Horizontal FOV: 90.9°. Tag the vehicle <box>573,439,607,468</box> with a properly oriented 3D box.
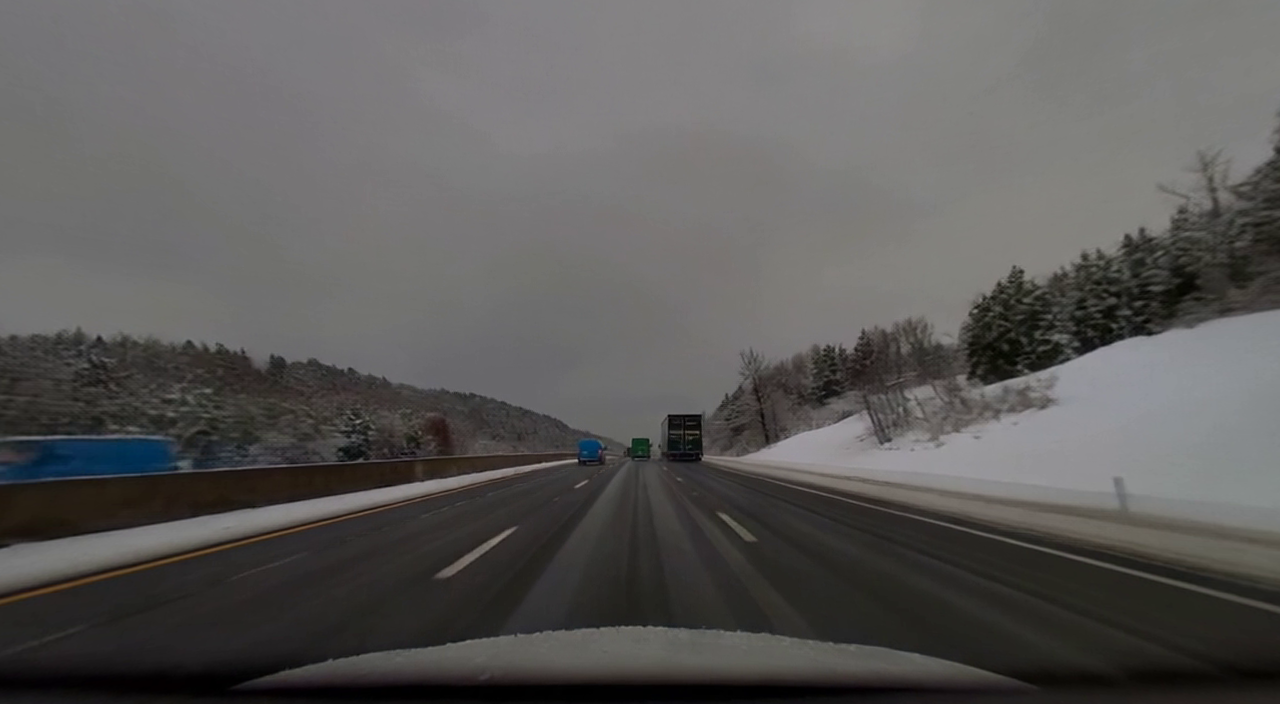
[{"bbox_3d":[-3.612,7.453,46.422,1.955,2.004,4.792,-1,-9,1],"label":"vehicle"}]

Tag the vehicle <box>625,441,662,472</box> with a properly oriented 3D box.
[{"bbox_3d":[0.201,6.464,39.049,2.166,1.747,4.299,0,-9,0],"label":"vehicle"}]

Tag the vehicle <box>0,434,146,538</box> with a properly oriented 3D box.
[{"bbox_3d":[-16.409,3.419,16.379,2.308,2.449,5.847,0,-9,0],"label":"vehicle"}]
